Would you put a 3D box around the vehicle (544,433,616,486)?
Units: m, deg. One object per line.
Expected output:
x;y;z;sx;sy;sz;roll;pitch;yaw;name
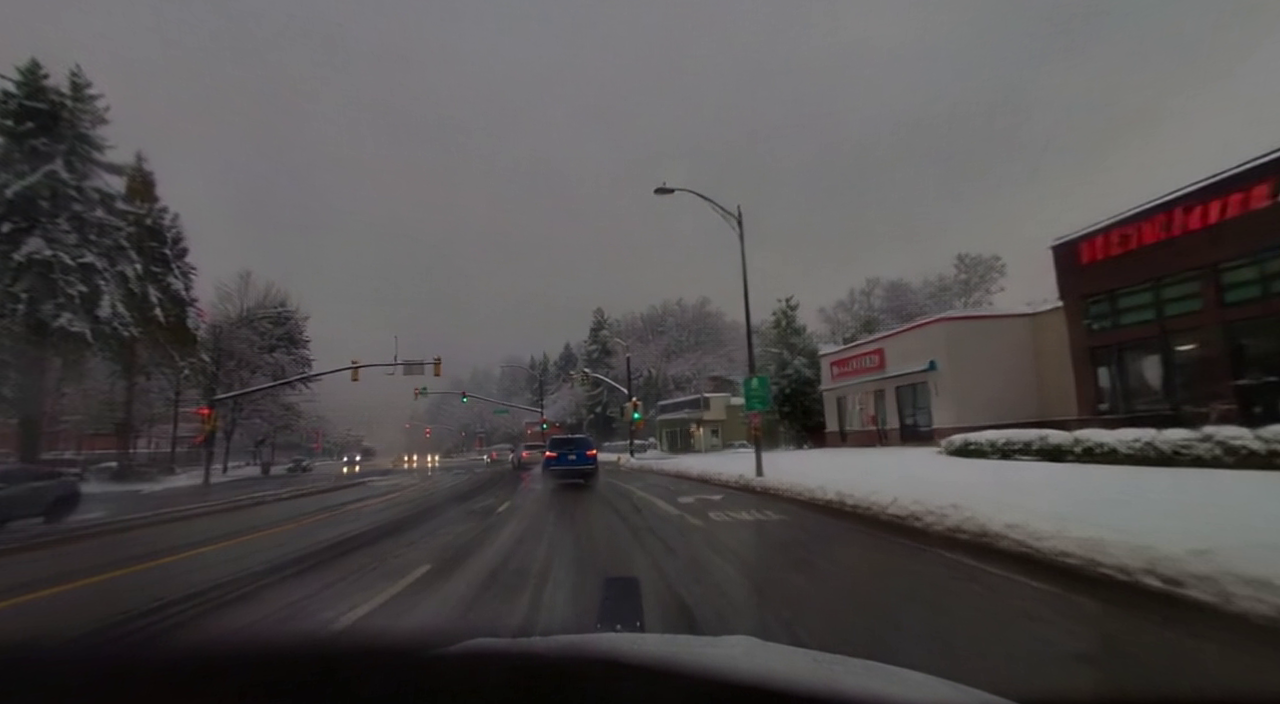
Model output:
-2.274;3.867;22.979;2.227;1.733;3.930;1;-9;-10;vehicle

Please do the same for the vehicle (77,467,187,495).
-31.865;8.099;39.817;4.804;1.544;2.244;3;-9;-20;vehicle

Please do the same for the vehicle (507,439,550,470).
-7.598;6.885;42.729;2.067;1.947;4.628;3;-9;-19;vehicle

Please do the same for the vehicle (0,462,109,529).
-16.698;3.705;16.466;2.071;1.506;4.604;1;-8;-7;vehicle
